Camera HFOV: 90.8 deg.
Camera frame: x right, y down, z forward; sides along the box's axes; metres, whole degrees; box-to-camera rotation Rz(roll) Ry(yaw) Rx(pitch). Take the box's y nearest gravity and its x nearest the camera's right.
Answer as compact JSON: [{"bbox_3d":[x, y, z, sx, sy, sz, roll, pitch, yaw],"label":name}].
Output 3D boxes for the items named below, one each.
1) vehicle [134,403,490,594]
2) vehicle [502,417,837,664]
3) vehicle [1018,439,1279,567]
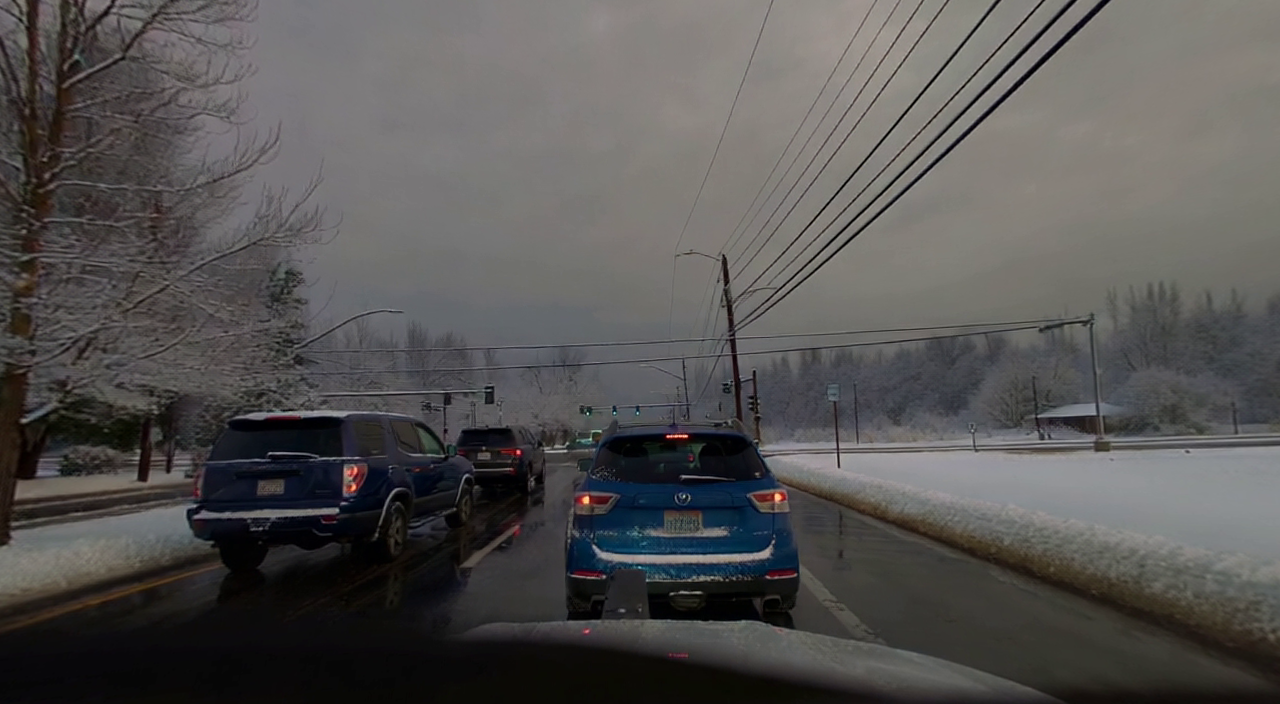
[{"bbox_3d":[-3.475,1.645,7.923,2.105,1.706,4.337,0,-9,0],"label":"vehicle"},{"bbox_3d":[0.114,1.451,5.952,2.056,1.487,4.003,0,-9,-2],"label":"vehicle"},{"bbox_3d":[8.382,2.161,9.933,1.993,1.508,4.521,0,-9,-1],"label":"vehicle"}]
